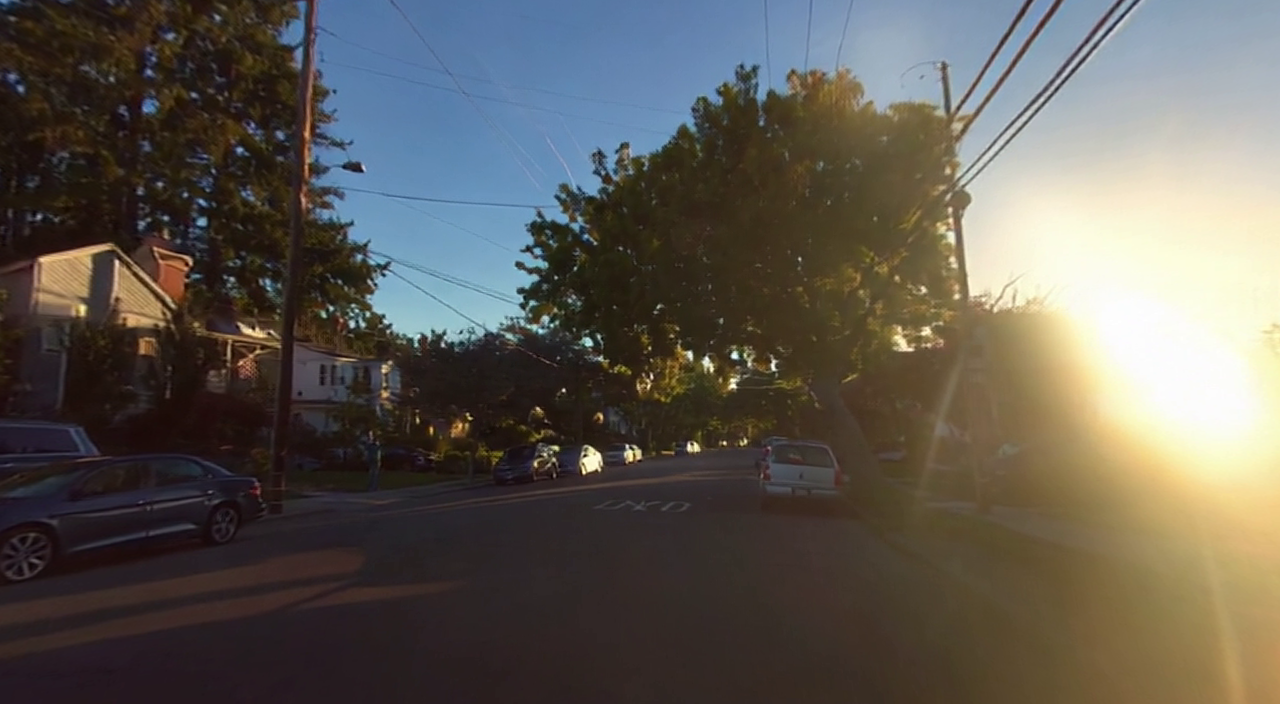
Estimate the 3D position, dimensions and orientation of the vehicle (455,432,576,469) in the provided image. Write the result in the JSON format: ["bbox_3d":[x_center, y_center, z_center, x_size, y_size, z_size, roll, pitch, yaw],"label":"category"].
[{"bbox_3d":[-7.214,5.744,36.872,6.488,2.009,2.354,-1,-8,11],"label":"vehicle"}]

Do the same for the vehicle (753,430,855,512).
[{"bbox_3d":[3.528,2.559,13.993,1.908,1.572,3.105,-1,-8,12],"label":"vehicle"}]

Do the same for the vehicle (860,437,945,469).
[{"bbox_3d":[14.758,5.701,35.736,4.075,1.674,1.811,-1,-8,11],"label":"vehicle"}]

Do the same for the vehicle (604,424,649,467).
[{"bbox_3d":[-0.887,6.880,46.429,2.199,2.902,5.848,-1,-8,10],"label":"vehicle"}]

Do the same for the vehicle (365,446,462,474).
[{"bbox_3d":[-11.990,5.713,33.549,4.481,1.420,1.712,-1,-8,7],"label":"vehicle"}]

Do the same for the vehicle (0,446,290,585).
[{"bbox_3d":[-7.478,2.061,8.847,1.968,1.449,4.502,-1,-8,11],"label":"vehicle"}]
